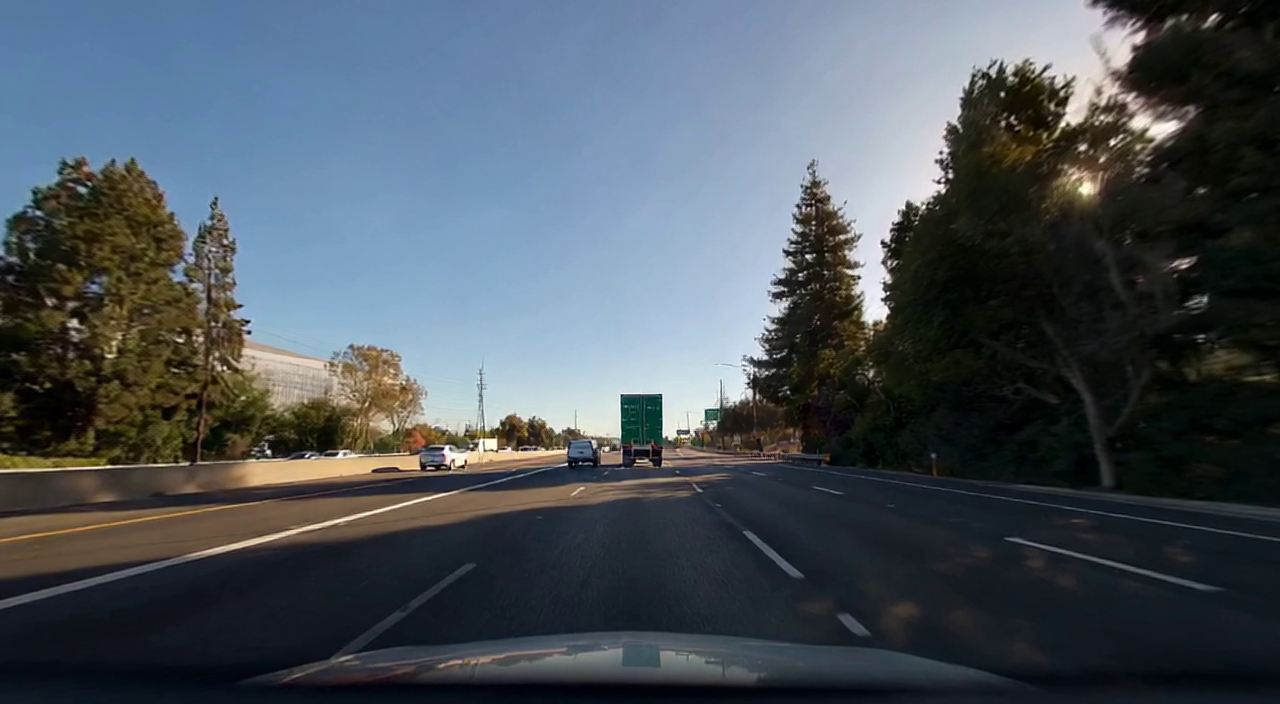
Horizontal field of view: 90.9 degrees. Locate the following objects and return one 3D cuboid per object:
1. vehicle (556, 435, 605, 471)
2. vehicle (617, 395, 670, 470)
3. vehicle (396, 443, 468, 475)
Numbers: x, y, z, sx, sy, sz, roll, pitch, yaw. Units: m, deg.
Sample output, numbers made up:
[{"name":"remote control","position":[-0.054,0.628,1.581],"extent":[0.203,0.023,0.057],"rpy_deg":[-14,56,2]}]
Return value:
[{"name":"vehicle","position":[-3.397,5.899,37.099],"extent":[2.293,1.923,5.141],"rpy_deg":[0,-8,0]},{"name":"vehicle","position":[0.233,5.350,41.105],"extent":[2.879,4.085,13.125],"rpy_deg":[0,-8,0]},{"name":"vehicle","position":[-10.610,5.461,32.538],"extent":[2.012,1.509,4.789],"rpy_deg":[0,-8,1]}]
